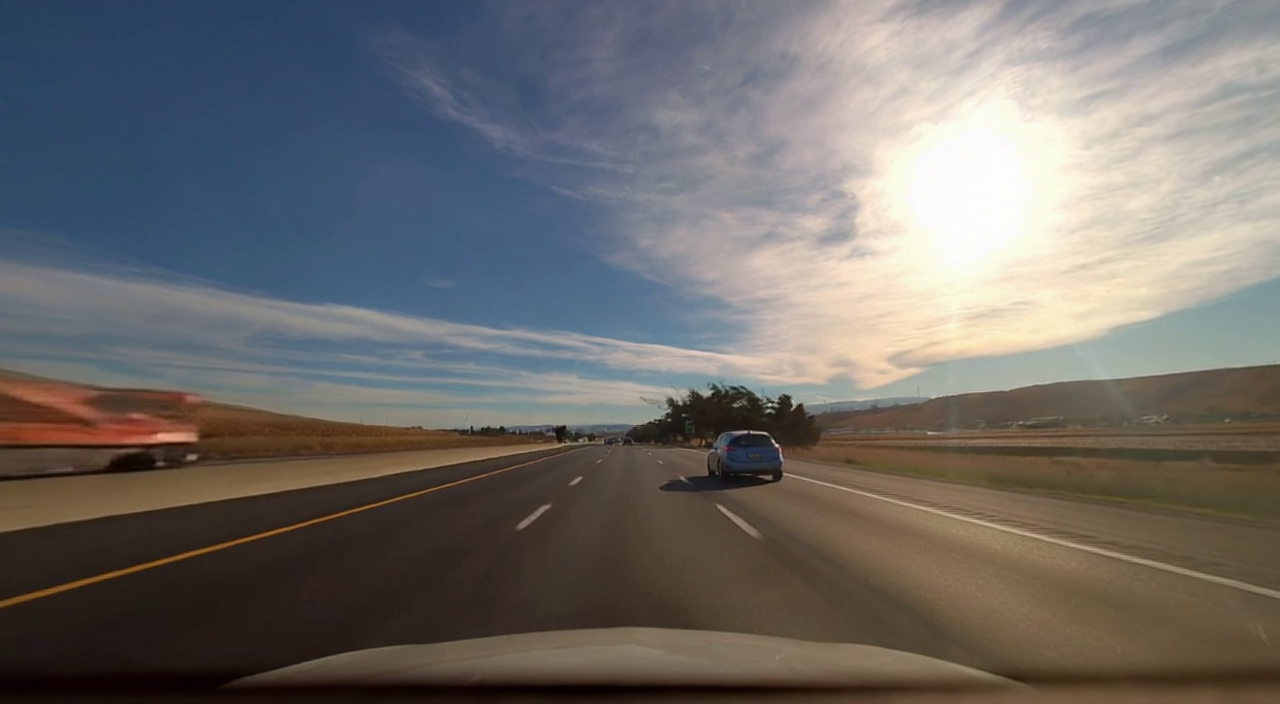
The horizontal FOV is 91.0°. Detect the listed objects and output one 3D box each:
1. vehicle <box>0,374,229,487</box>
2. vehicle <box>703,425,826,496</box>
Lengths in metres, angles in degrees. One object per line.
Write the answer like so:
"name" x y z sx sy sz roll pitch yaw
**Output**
"vehicle" -20.612 3.193 25.116 2.807 3.733 8.204 0 -8 -1
"vehicle" 3.199 2.896 17.157 2.349 1.651 4.161 0 -8 -2
